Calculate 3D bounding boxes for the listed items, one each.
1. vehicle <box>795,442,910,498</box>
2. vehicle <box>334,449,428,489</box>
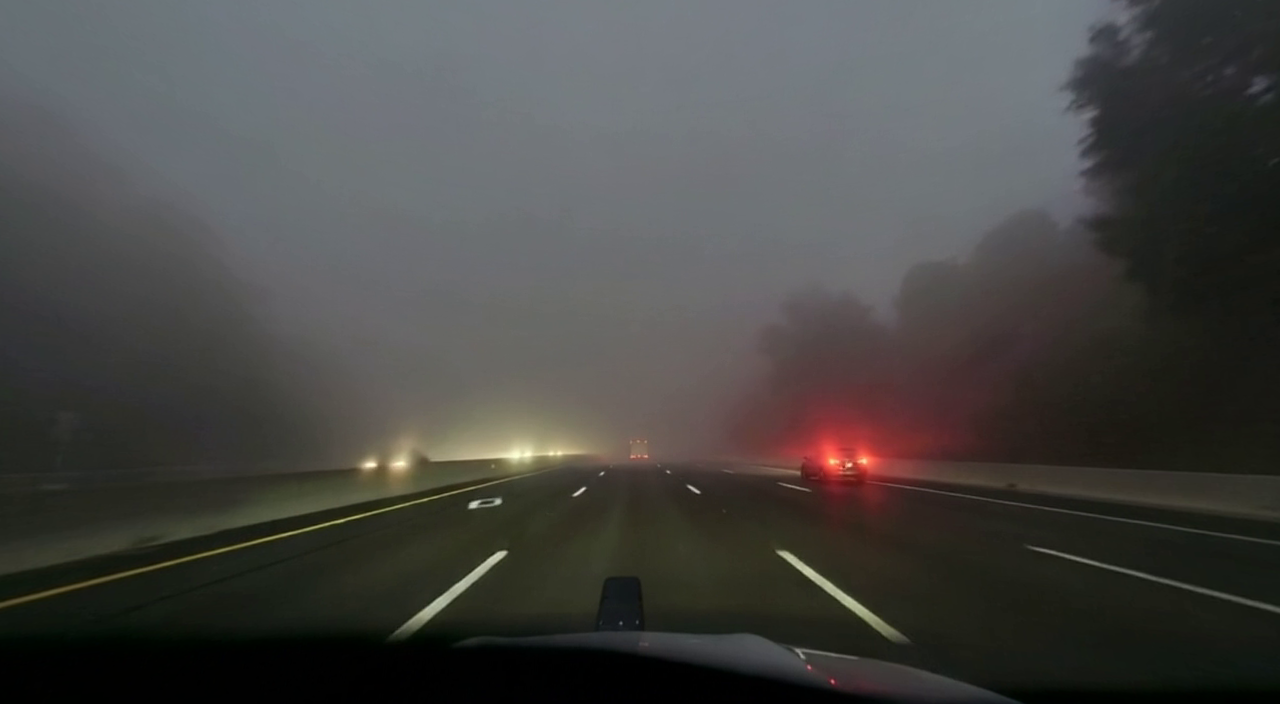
[{"bbox_3d":[6.301,3.551,19.263,1.976,1.495,4.217,0,-9,-1],"label":"vehicle"},{"bbox_3d":[-11.105,5.031,27.450,2.011,1.583,4.876,0,-9,0],"label":"vehicle"}]
